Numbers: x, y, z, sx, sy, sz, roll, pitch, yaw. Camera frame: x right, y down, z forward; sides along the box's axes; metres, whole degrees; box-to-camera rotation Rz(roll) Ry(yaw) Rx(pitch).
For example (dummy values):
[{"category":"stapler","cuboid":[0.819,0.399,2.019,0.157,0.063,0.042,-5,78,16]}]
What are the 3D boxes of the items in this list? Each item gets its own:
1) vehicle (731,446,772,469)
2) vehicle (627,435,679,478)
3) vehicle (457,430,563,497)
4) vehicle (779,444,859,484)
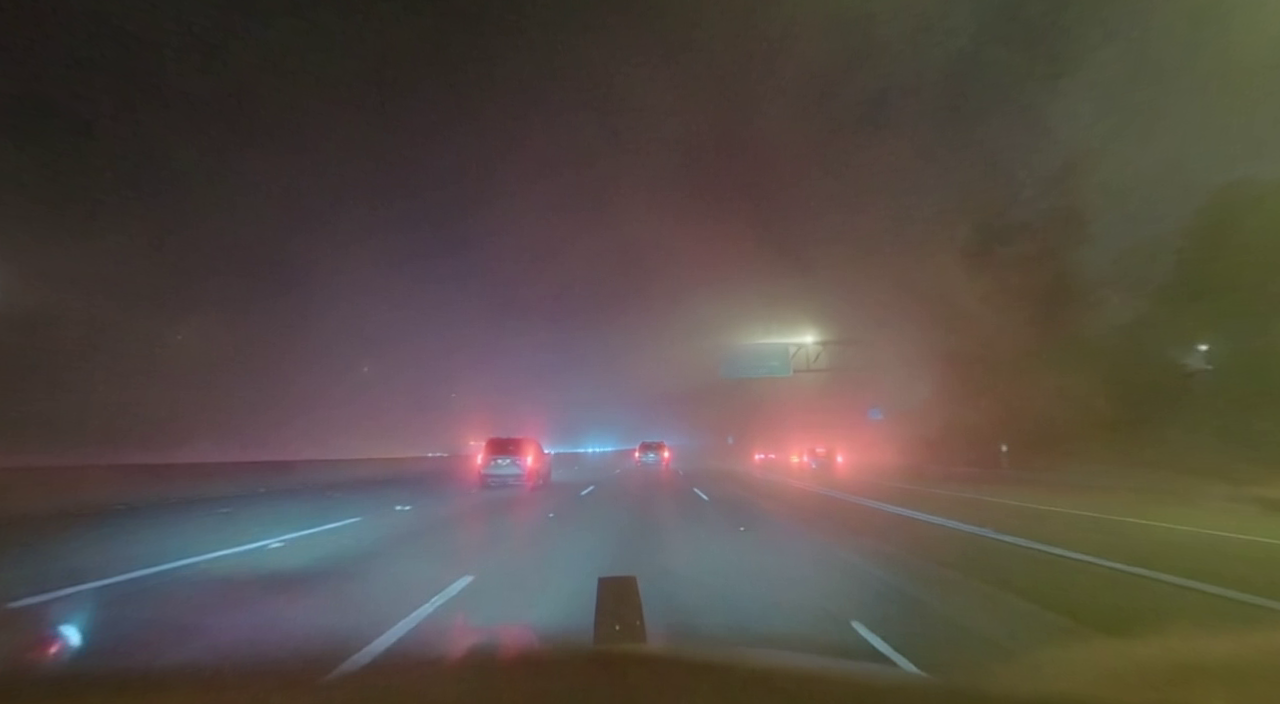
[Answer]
[{"category":"vehicle","cuboid":[7.498,7.170,42.884,2.005,1.456,4.287,0,-9,0]},{"category":"vehicle","cuboid":[0.608,4.954,29.985,2.270,1.862,4.949,0,-9,1]},{"category":"vehicle","cuboid":[-3.746,3.321,19.068,2.142,1.759,4.297,0,-9,2]},{"category":"vehicle","cuboid":[7.125,4.499,25.598,1.936,1.480,4.373,0,-9,0]}]
